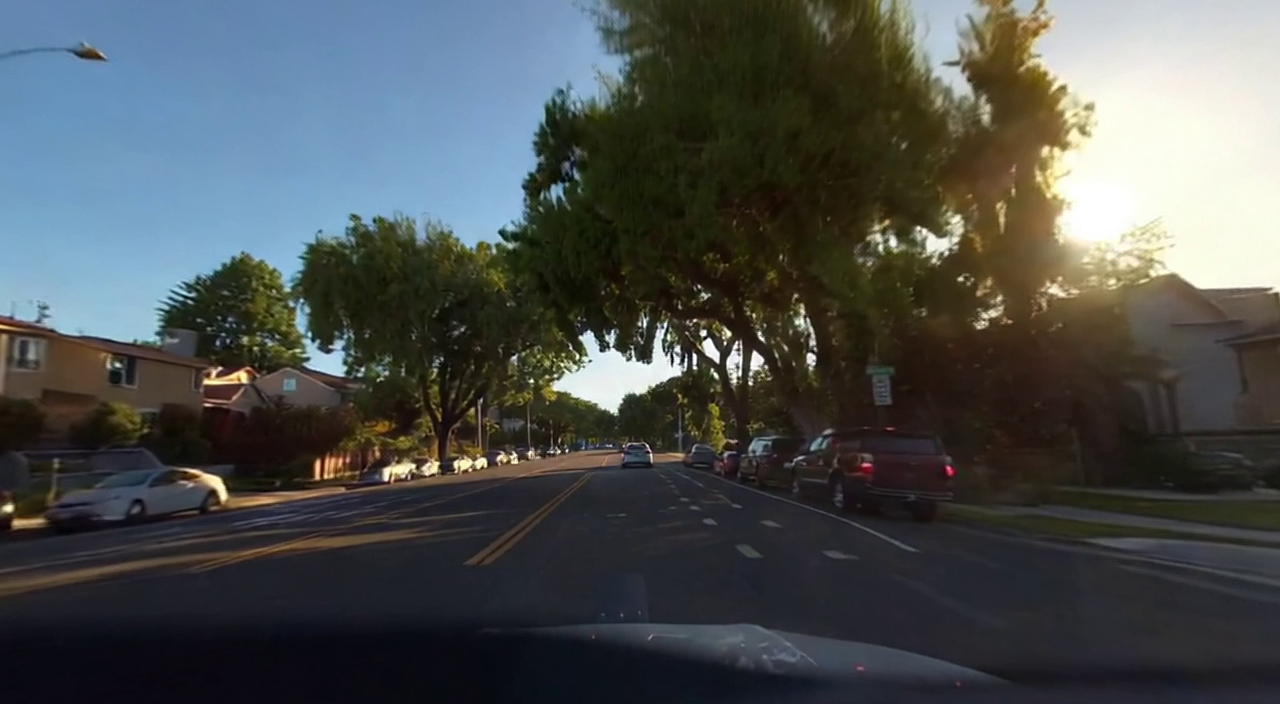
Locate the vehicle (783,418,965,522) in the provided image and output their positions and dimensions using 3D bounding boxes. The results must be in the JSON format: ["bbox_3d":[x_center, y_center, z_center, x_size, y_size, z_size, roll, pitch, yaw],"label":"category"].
[{"bbox_3d":[5.126,2.630,14.776,2.195,2.000,4.789,0,-8,-3],"label":"vehicle"}]

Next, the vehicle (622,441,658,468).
[{"bbox_3d":[-0.050,6.163,38.105,2.022,1.471,3.973,0,-9,-2],"label":"vehicle"}]

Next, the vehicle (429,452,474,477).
[{"bbox_3d":[-12.778,7.636,43.081,1.882,1.507,4.638,0,-9,-3],"label":"vehicle"}]

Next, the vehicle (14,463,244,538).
[{"bbox_3d":[-12.592,3.639,16.093,1.835,1.488,4.696,0,-9,2],"label":"vehicle"}]

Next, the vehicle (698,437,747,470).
[{"bbox_3d":[4.575,5.741,35.878,2.061,1.742,4.603,0,-9,-1],"label":"vehicle"}]

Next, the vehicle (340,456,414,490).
[{"bbox_3d":[-12.755,5.883,30.988,1.819,1.443,4.273,0,-9,0],"label":"vehicle"}]
